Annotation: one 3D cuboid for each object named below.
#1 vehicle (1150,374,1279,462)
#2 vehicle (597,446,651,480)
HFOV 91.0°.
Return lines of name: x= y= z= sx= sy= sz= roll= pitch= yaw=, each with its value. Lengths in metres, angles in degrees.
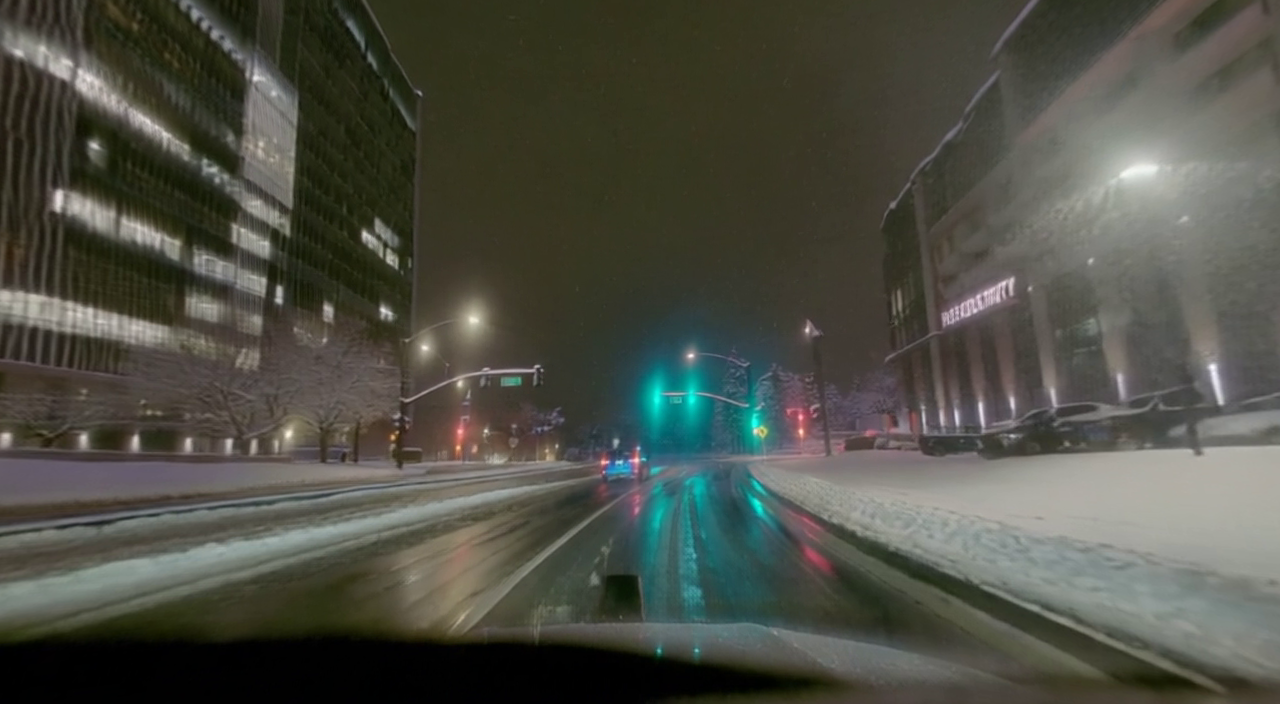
vehicle: x=13.468 y=1.335 z=12.794 sx=4.214 sy=1.615 sz=2.008 roll=-3 pitch=-10 yaw=7
vehicle: x=-0.691 y=5.296 z=30.344 sx=1.971 sy=1.486 sz=4.380 roll=-1 pitch=-9 yaw=7
